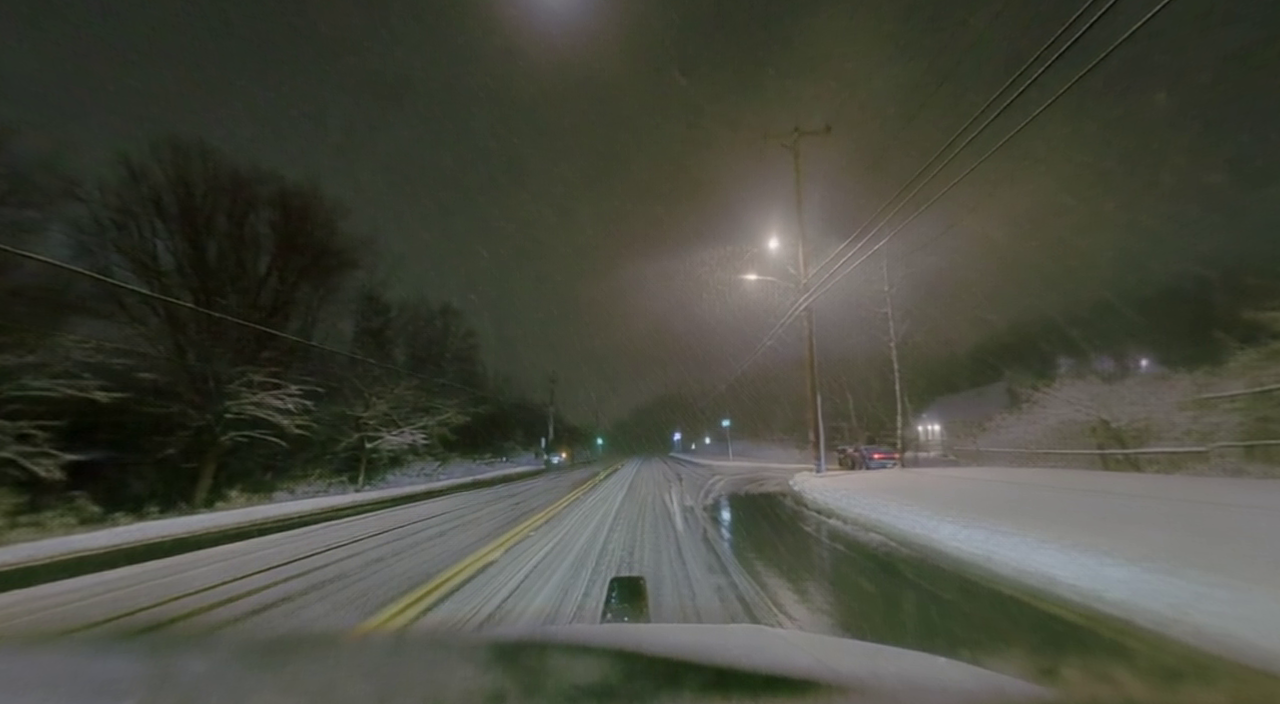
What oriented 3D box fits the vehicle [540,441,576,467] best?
[{"bbox_3d":[-6.026,7.581,46.592,1.992,1.797,4.372,-1,-10,1],"label":"vehicle"}]
